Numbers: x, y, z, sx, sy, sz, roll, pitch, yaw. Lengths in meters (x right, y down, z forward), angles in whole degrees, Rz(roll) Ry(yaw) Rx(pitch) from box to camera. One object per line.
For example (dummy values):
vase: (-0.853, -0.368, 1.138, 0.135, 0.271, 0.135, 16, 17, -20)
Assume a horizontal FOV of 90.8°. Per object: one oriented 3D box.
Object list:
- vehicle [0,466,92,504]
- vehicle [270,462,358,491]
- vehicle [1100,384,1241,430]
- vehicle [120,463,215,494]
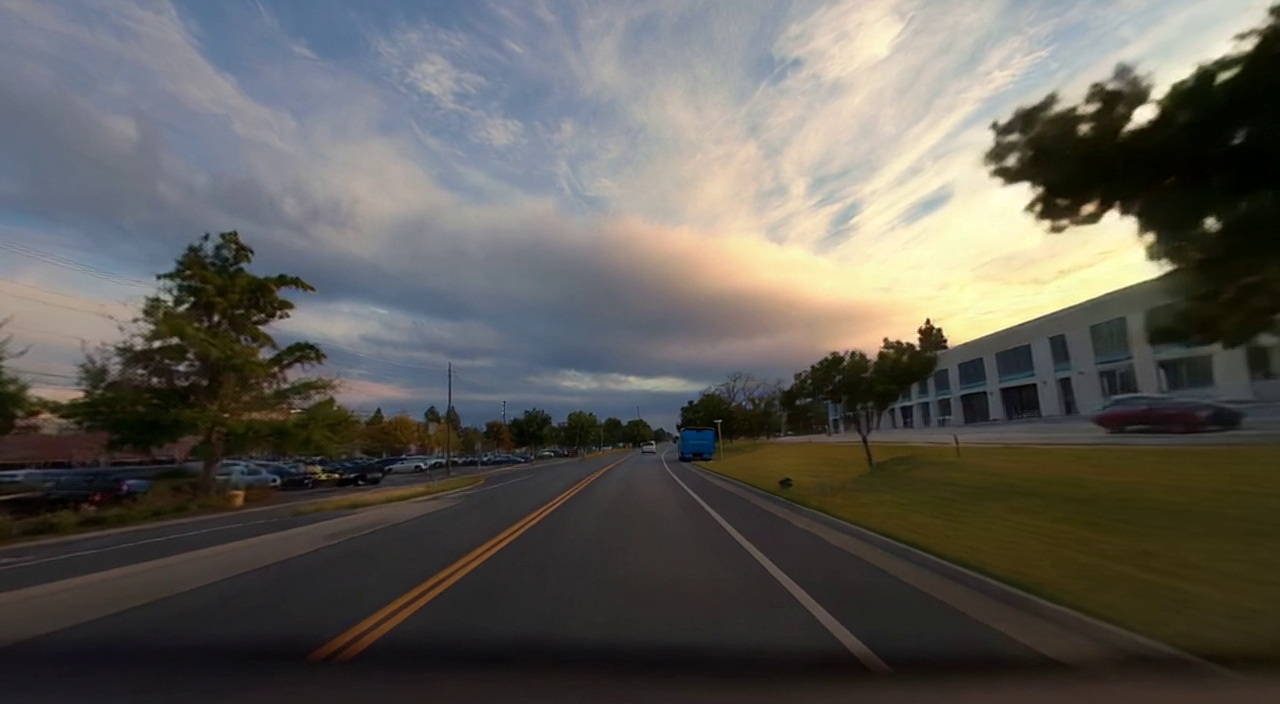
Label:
vehicle: (-33.430, 7.255, 34.302, 5.432, 1.791, 2.159, -3, -9, 2)
vehicle: (-22.207, 8.452, 43.291, 2.233, 1.709, 5.161, -3, -9, 19)
vehicle: (21.260, 2.318, 25.617, 1.871, 1.582, 4.500, 0, -8, 1)
vehicle: (-32.568, 8.726, 43.644, 4.996, 1.817, 2.054, -3, -10, 1)
